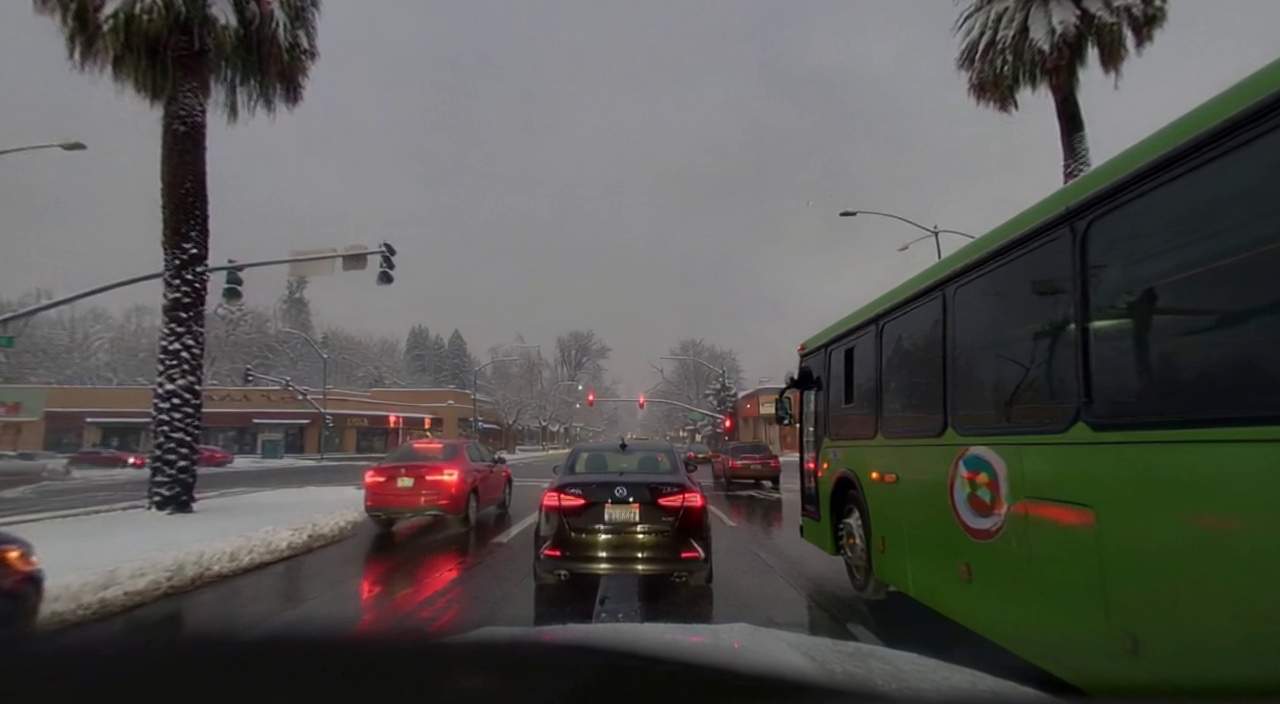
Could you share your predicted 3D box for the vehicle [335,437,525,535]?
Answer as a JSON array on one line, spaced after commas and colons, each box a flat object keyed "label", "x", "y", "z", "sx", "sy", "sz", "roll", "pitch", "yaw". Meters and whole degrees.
[{"label": "vehicle", "x": -3.490, "y": 2.300, "z": 11.461, "sx": 1.919, "sy": 1.415, "sz": 4.178, "roll": 0, "pitch": -9, "yaw": 2}]

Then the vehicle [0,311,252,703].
[{"label": "vehicle", "x": -3.546, "y": 0.609, "z": 1.349, "sx": 2.145, "sy": 1.824, "sz": 4.974, "roll": 0, "pitch": -9, "yaw": 2}]

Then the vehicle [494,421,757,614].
[{"label": "vehicle", "x": -0.130, "y": 1.594, "z": 6.960, "sx": 2.060, "sy": 1.499, "sz": 3.831, "roll": 0, "pitch": -9, "yaw": -1}]

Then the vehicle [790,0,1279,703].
[{"label": "vehicle", "x": 3.602, "y": -0.328, "z": 2.053, "sx": 3.068, "sy": 4.026, "sz": 13.534, "roll": 0, "pitch": -9, "yaw": 1}]

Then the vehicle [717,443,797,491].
[{"label": "vehicle", "x": 3.928, "y": 3.938, "z": 22.020, "sx": 1.989, "sy": 1.467, "sz": 4.364, "roll": 0, "pitch": -9, "yaw": 0}]
